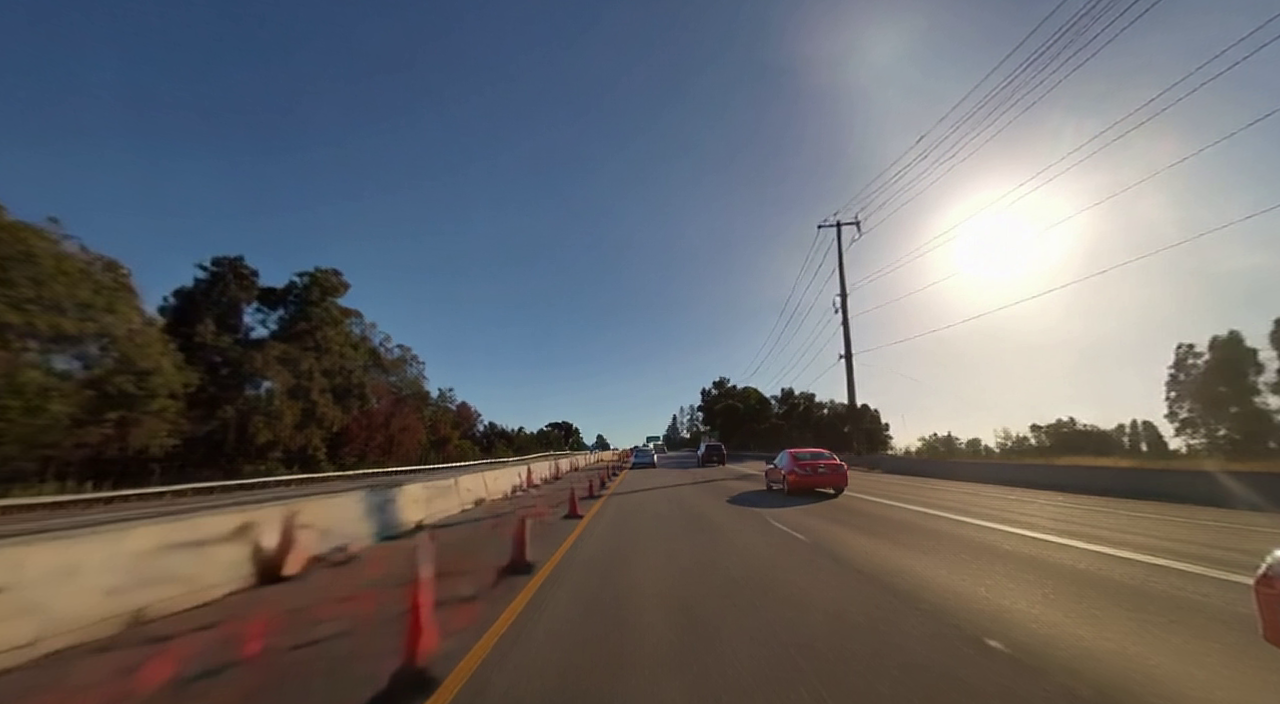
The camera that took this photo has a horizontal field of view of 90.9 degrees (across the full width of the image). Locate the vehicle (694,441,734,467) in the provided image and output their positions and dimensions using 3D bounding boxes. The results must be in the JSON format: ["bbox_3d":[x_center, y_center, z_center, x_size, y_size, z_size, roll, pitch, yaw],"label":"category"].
[{"bbox_3d":[5.677,7.921,49.265,2.559,1.943,5.610,0,-8,1],"label":"vehicle"}]

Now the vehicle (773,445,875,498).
[{"bbox_3d":[5.376,3.525,19.026,1.881,1.409,4.016,0,-8,0],"label":"vehicle"}]

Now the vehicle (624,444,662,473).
[{"bbox_3d":[0.198,6.240,37.198,2.096,1.583,4.150,0,-8,0],"label":"vehicle"}]
